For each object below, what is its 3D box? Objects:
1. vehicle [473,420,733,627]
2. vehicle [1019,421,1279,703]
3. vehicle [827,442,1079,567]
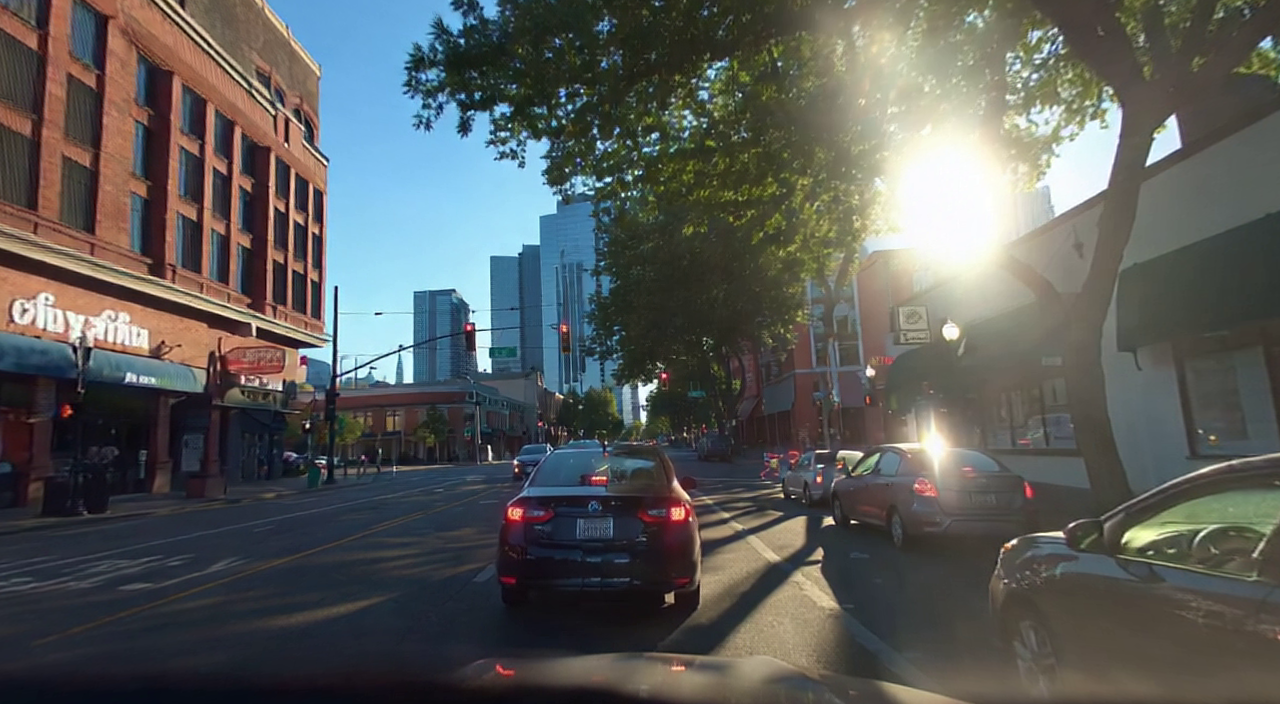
[{"bbox_3d":[-0.273,1.527,6.507,1.888,1.489,3.703,0,-8,0],"label":"vehicle"},{"bbox_3d":[3.178,0.826,1.106,2.006,1.496,4.767,0,-9,-1],"label":"vehicle"},{"bbox_3d":[4.538,2.221,10.122,1.912,1.505,4.618,-1,-8,4],"label":"vehicle"}]
